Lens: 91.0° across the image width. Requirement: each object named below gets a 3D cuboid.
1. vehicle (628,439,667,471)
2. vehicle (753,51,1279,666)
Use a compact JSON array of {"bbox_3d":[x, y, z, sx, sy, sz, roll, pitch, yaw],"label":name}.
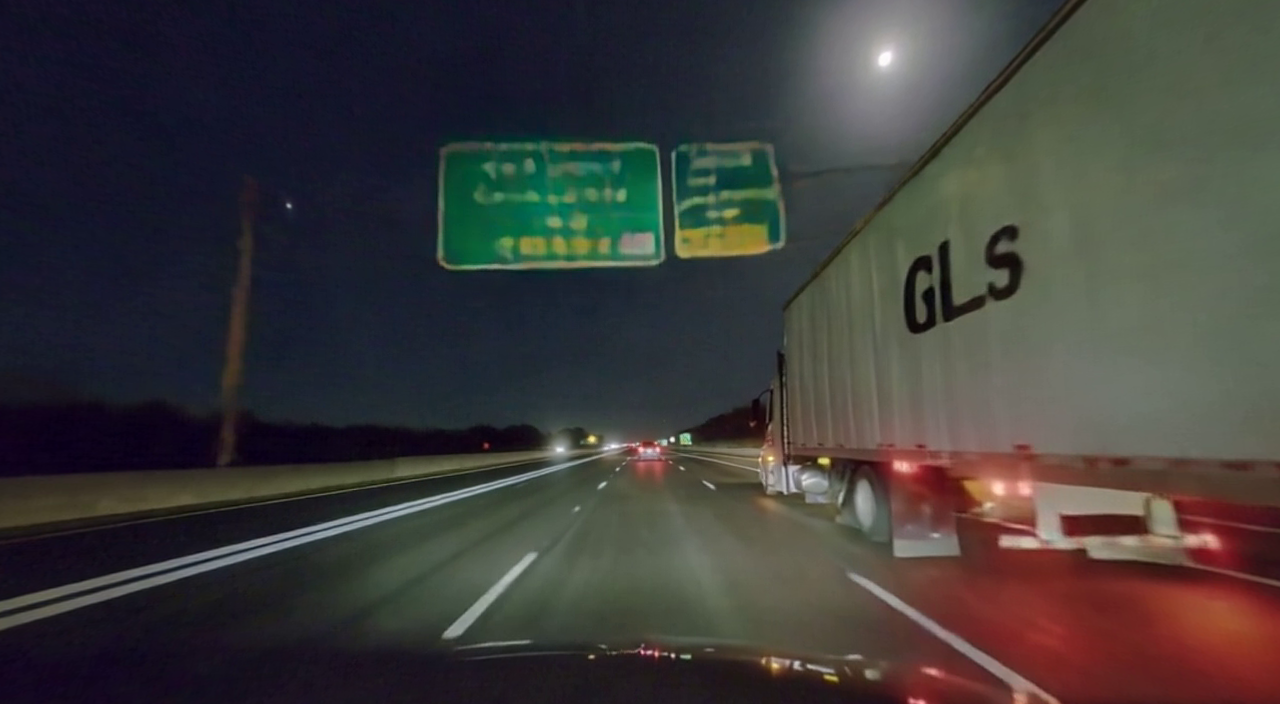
[{"bbox_3d":[0.399,5.614,34.532,2.050,1.654,4.192,0,-8,0],"label":"vehicle"},{"bbox_3d":[4.122,0.648,9.059,3.027,3.903,10.307,0,-8,0],"label":"vehicle"}]
